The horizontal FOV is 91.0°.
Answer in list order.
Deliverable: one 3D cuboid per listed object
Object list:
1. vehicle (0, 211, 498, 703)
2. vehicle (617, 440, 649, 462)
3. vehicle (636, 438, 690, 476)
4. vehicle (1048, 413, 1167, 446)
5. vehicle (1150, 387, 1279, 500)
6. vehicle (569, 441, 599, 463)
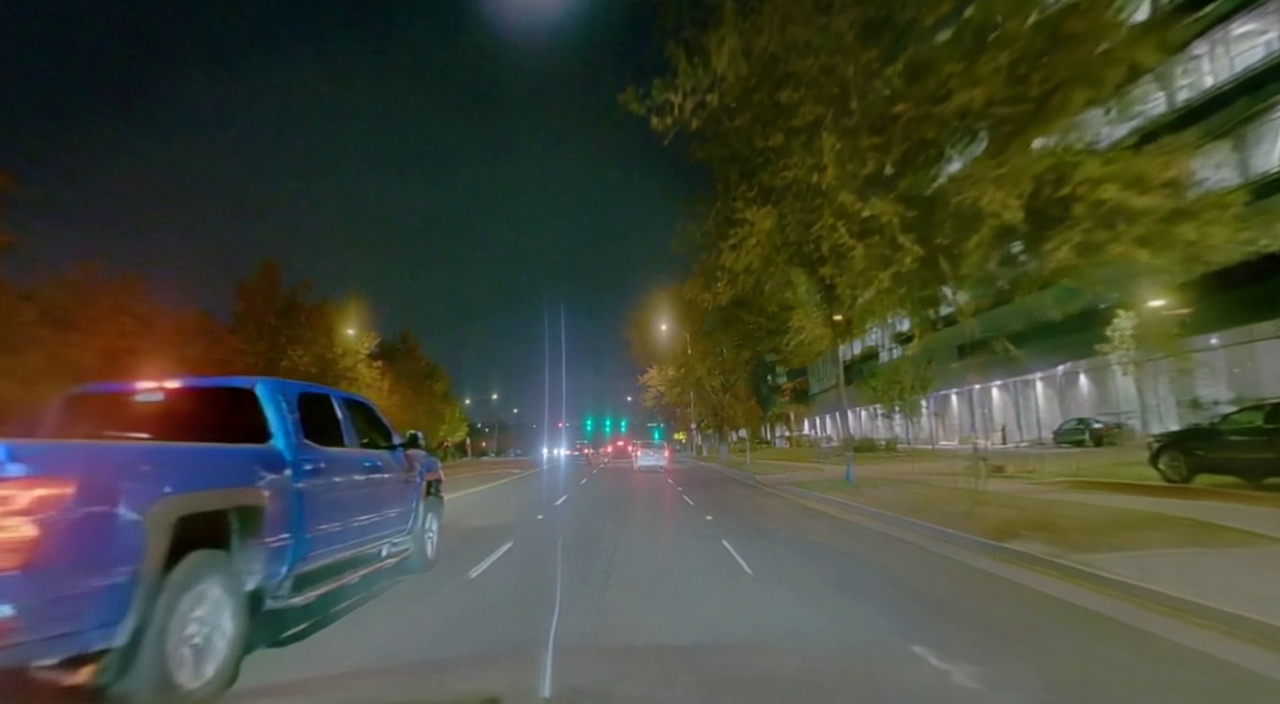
[{"bbox_3d":[-3.014,1.004,4.432,2.512,1.992,5.725,-1,-9,2],"label":"vehicle"},{"bbox_3d":[-0.551,7.028,44.841,2.047,1.502,3.873,0,-9,-4],"label":"vehicle"},{"bbox_3d":[0.926,4.611,27.911,2.142,1.528,4.133,0,-9,-2],"label":"vehicle"},{"bbox_3d":[23.366,3.943,31.751,4.588,1.525,1.979,-6,-10,32],"label":"vehicle"},{"bbox_3d":[11.982,1.572,10.848,2.131,1.909,4.927,0,-9,-1],"label":"vehicle"},{"bbox_3d":[-3.939,7.063,44.529,2.018,1.458,4.350,0,-9,-4],"label":"vehicle"}]
